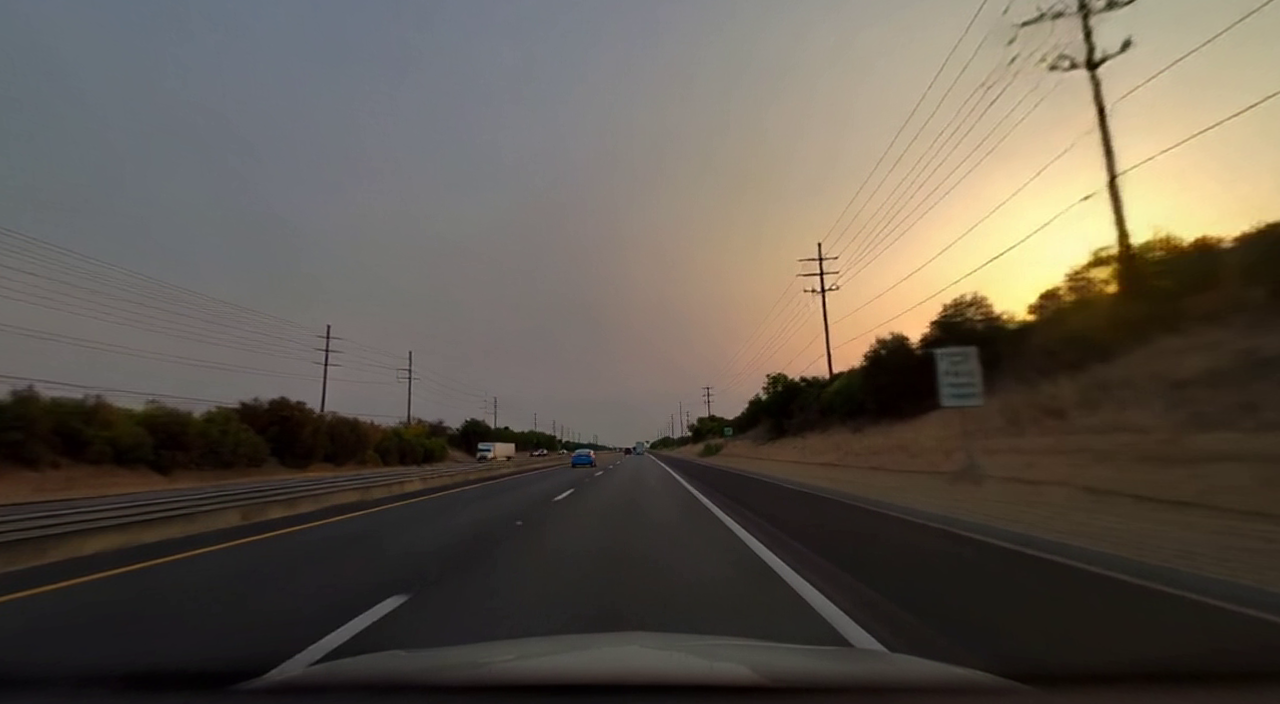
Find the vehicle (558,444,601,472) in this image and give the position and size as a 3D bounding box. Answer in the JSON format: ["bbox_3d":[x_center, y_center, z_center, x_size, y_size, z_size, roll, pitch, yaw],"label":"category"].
[{"bbox_3d":[-3.586,6.389,38.098,2.106,1.543,4.465,0,-9,1],"label":"vehicle"}]
